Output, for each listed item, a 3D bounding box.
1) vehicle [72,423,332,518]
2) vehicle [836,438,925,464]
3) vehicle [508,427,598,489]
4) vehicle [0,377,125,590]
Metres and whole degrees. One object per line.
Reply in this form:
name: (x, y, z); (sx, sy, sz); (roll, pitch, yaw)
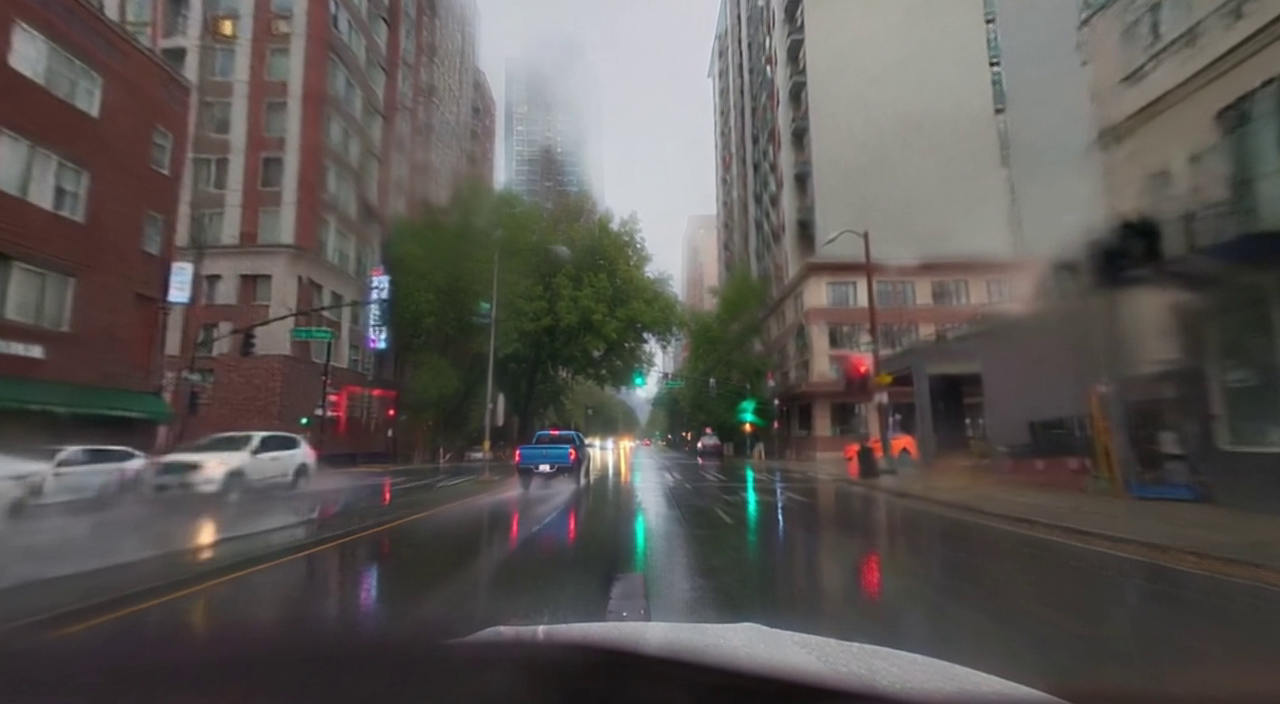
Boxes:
vehicle: (-10.206, 2.814, 15.556); (2.315, 1.892, 5.668); (0, -9, 0)
vehicle: (14.004, 5.788, 36.921); (4.447, 1.484, 1.928); (0, -9, 1)
vehicle: (-2.726, 3.523, 21.297); (2.197, 1.786, 5.365); (0, -9, 1)
vehicle: (-7.115, 0.985, 4.270); (2.308, 1.961, 5.807); (0, -9, 0)
